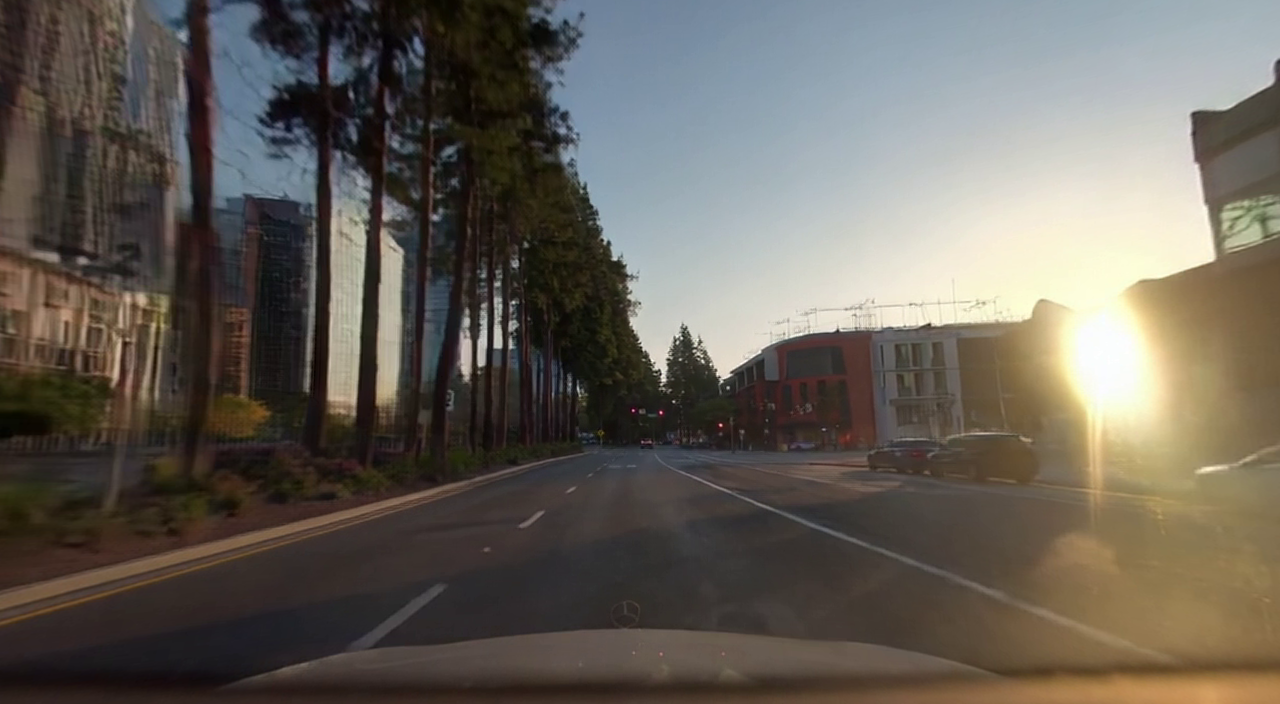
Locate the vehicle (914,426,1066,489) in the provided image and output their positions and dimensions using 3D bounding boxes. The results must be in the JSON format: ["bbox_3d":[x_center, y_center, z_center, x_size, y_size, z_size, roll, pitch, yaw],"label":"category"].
[{"bbox_3d":[10.724,3.274,19.903,1.947,1.716,4.861,0,-9,-1],"label":"vehicle"}]

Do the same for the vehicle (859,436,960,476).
[{"bbox_3d":[10.852,4.232,25.910,2.043,1.491,4.627,0,-9,-1],"label":"vehicle"}]
